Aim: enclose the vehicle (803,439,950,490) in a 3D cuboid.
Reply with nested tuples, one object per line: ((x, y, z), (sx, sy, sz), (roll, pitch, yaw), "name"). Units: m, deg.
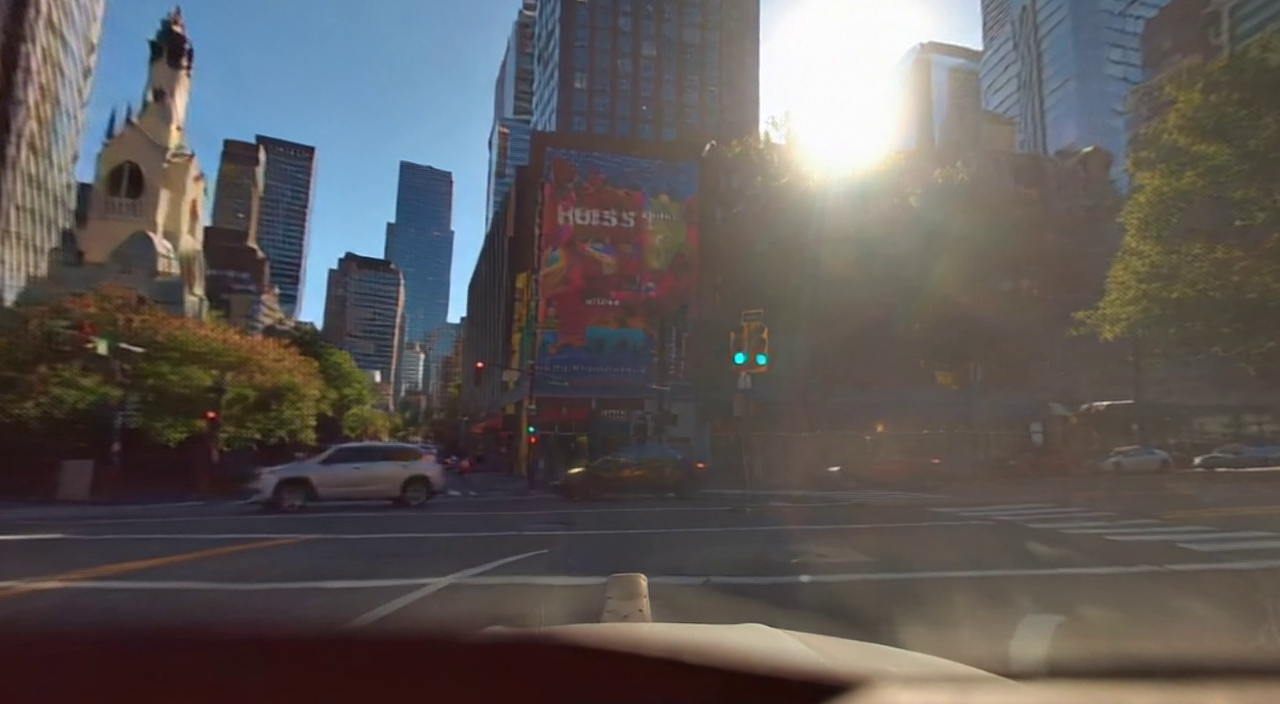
((8.042, 3.831, 21.658), (4.291, 1.606, 1.859), (1, -9, -8), "vehicle")

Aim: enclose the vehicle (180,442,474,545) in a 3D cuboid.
((-5.293, 2.380, 11.371), (1.818, 1.439, 4.371), (-5, -10, 30), "vehicle")

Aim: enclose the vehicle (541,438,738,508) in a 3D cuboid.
((-0.038, 3.083, 16.493), (4.749, 1.624, 1.926), (3, -9, -19), "vehicle")

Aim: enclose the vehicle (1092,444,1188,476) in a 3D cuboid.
((25.667, 5.543, 32.420), (3.522, 1.546, 1.721), (1, -9, -6), "vehicle")

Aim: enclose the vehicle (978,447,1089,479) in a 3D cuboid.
((19.638, 5.541, 31.571), (4.418, 1.556, 1.814), (1, -10, -7), "vehicle")

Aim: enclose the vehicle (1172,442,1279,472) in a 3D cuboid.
((30.563, 5.423, 32.705), (4.494, 1.481, 1.783), (1, -9, -6), "vehicle")
